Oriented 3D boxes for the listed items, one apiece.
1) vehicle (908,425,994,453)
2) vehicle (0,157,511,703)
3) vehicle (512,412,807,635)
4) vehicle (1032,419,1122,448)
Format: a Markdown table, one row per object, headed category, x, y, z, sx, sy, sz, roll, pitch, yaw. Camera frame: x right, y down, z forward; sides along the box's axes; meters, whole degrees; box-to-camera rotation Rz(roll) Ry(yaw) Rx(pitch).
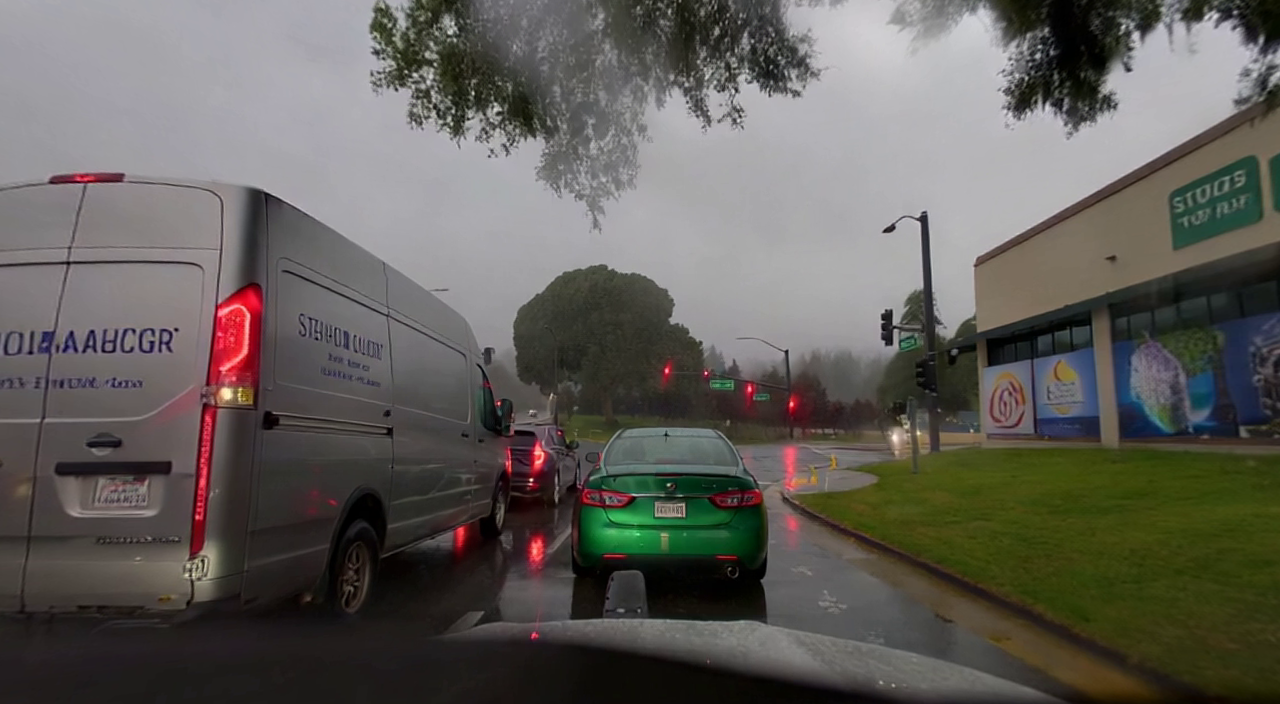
| category | x | y | z | sx | sy | sz | roll | pitch | yaw |
| --- | --- | --- | --- | --- | --- | --- | --- | --- | --- |
| vehicle | 21.935 | 6.164 | 44.495 | 5.021 | 1.848 | 2.210 | 1 | -9 | -9 |
| vehicle | -3.118 | 0.912 | 5.852 | 2.555 | 3.035 | 5.702 | 0 | -8 | 0 |
| vehicle | 0.299 | 1.706 | 7.337 | 2.398 | 1.773 | 4.254 | -1 | -8 | 4 |
| vehicle | 32.028 | 6.015 | 46.147 | 5.084 | 2.041 | 2.360 | 2 | -9 | -10 |
